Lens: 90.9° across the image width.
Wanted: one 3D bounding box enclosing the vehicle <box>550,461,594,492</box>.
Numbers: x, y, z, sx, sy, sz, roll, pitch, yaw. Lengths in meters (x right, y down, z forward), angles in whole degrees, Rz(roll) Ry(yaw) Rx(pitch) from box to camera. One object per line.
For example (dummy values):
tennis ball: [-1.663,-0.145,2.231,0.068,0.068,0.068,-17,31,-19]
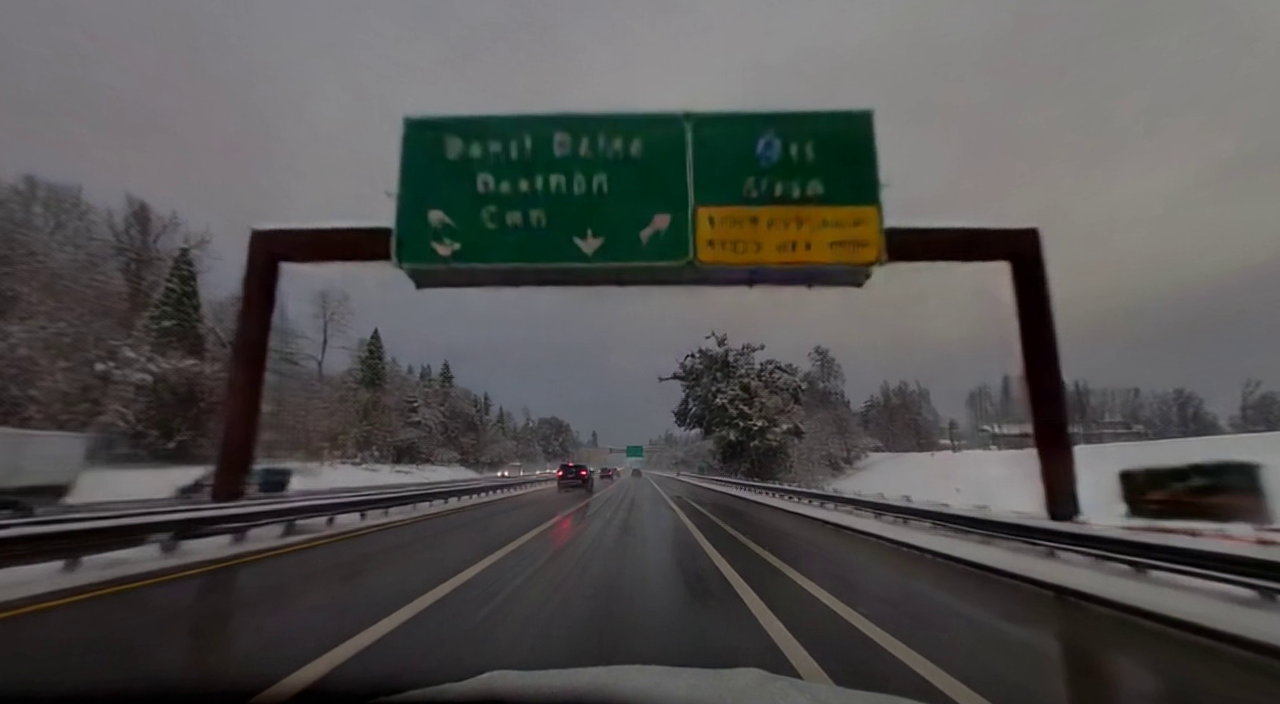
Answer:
vehicle: [-4.331,8.089,41.109,2.254,1.809,5.839,1,-11,0]
